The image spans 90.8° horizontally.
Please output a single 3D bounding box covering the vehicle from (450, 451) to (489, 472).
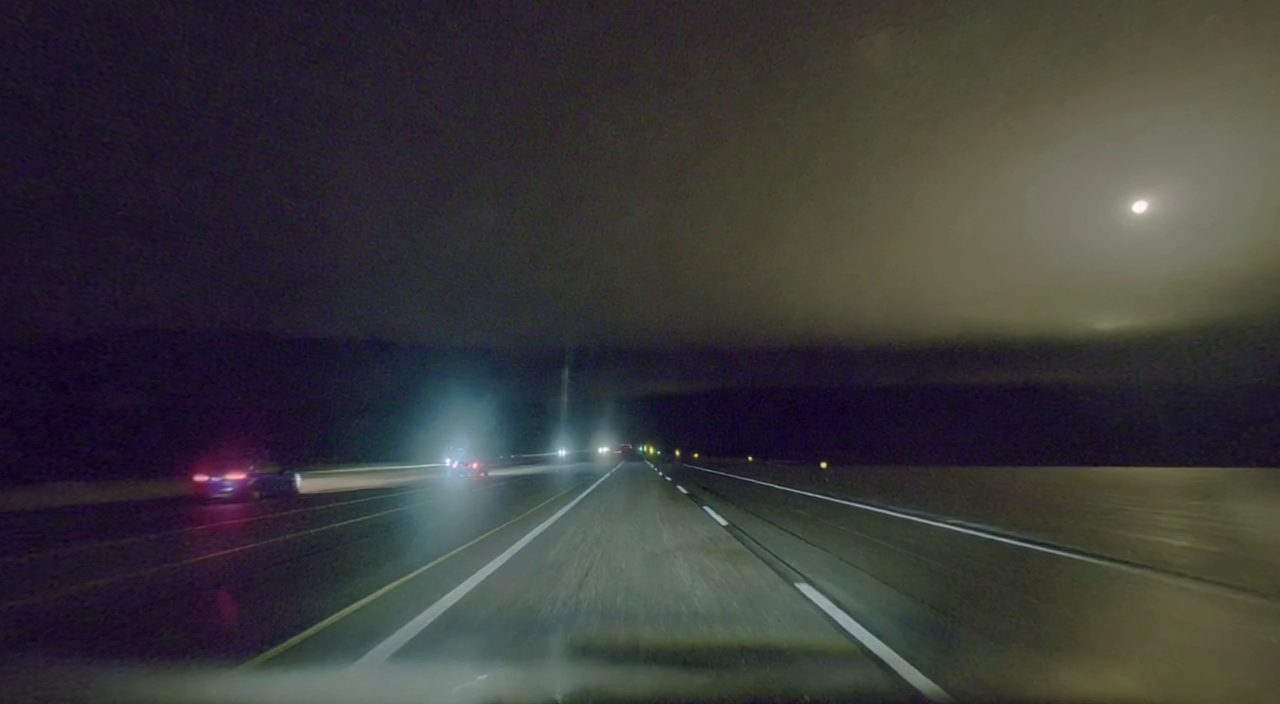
[{"bbox_3d":[-12.881,8.277,47.819,1.852,1.494,3.794,0,-9,0],"label":"vehicle"}]

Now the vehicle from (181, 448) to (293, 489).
[{"bbox_3d":[-16.805,4.854,26.589,1.955,1.533,4.097,0,-9,0],"label":"vehicle"}]
